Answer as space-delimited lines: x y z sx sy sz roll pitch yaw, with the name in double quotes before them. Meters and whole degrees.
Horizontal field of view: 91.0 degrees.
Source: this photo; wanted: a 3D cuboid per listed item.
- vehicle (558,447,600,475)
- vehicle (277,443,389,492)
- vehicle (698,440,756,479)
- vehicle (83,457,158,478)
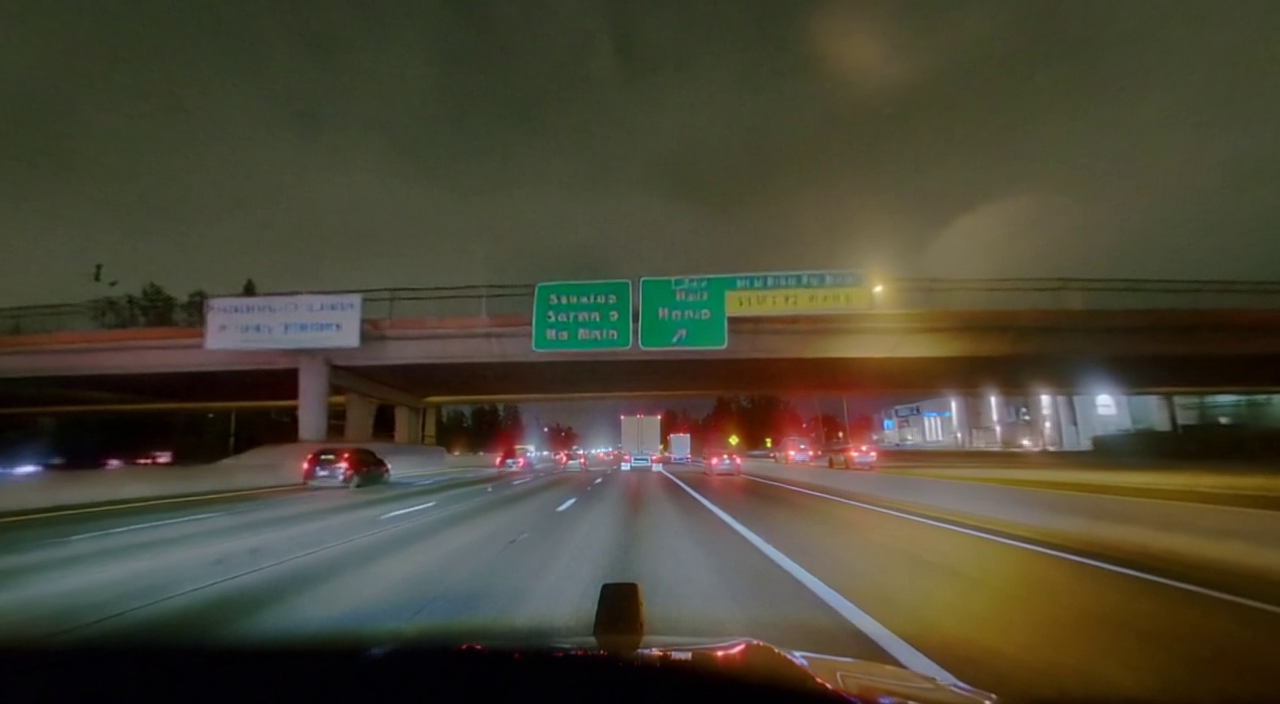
"vehicle" -3.618 6.511 37.936 2.083 1.576 4.307 0 -9 0
"vehicle" -11.221 4.242 23.409 1.966 1.627 4.258 0 -9 0
"vehicle" 4.014 5.070 29.858 2.107 1.707 4.445 0 -9 -1
"vehicle" -38.459 8.533 46.728 1.777 1.463 4.428 0 -9 0
